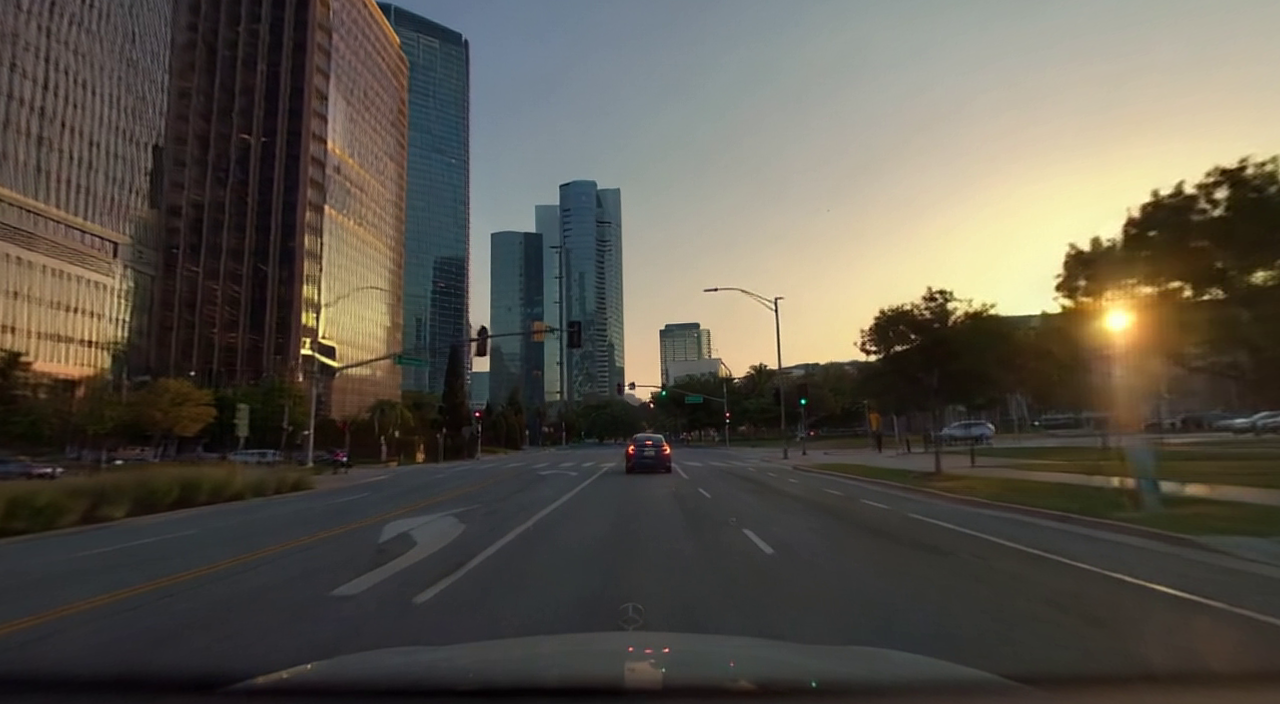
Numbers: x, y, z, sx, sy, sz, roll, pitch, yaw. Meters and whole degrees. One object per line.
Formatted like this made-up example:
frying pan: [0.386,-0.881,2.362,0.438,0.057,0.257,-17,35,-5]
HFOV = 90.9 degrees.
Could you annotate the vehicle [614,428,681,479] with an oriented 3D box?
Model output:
vehicle: [0.218,3.626,22.701,2.184,1.640,4.086,0,-8,0]
